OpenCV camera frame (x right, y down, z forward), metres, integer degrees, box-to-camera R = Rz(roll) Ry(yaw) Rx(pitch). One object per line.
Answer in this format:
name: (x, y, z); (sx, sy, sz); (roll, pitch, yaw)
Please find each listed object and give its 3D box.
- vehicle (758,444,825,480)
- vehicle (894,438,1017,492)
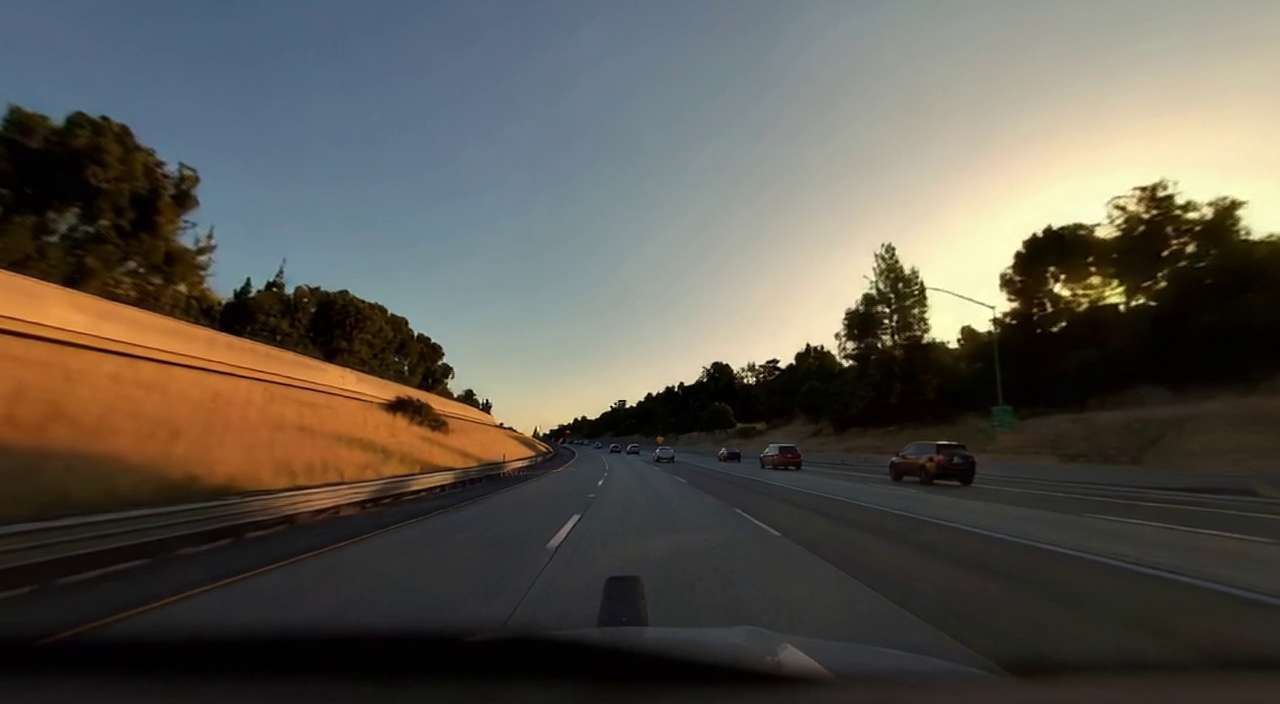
vehicle: (6.787, 4.930, 28.462); (1.940, 1.482, 3.644); (1, -8, -3)
vehicle: (10.661, 3.832, 21.644); (1.986, 1.644, 4.126); (0, -8, -2)
